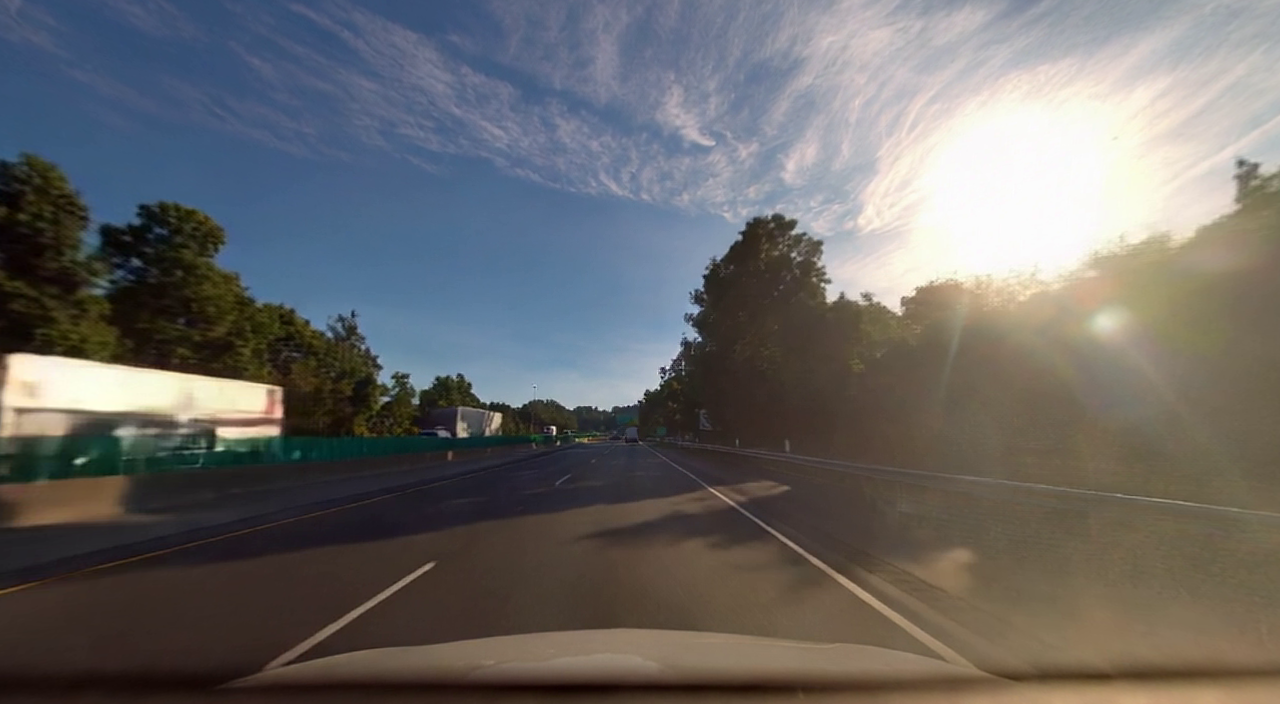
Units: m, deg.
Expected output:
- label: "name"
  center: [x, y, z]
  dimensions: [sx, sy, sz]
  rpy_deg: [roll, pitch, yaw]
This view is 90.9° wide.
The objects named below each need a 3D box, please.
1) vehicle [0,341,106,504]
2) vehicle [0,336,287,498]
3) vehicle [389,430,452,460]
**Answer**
- label: "vehicle"
  center: [-17.151, 1.719, 15.335]
  dimensions: [3.002, 3.931, 5.809]
  rpy_deg: [0, -7, -1]
- label: "vehicle"
  center: [-17.217, 2.331, 21.128]
  dimensions: [3.002, 3.931, 13.684]
  rpy_deg: [0, -7, -1]
- label: "vehicle"
  center: [-12.865, 5.446, 37.258]
  dimensions: [2.069, 1.654, 4.664]
  rpy_deg: [0, -7, -1]
